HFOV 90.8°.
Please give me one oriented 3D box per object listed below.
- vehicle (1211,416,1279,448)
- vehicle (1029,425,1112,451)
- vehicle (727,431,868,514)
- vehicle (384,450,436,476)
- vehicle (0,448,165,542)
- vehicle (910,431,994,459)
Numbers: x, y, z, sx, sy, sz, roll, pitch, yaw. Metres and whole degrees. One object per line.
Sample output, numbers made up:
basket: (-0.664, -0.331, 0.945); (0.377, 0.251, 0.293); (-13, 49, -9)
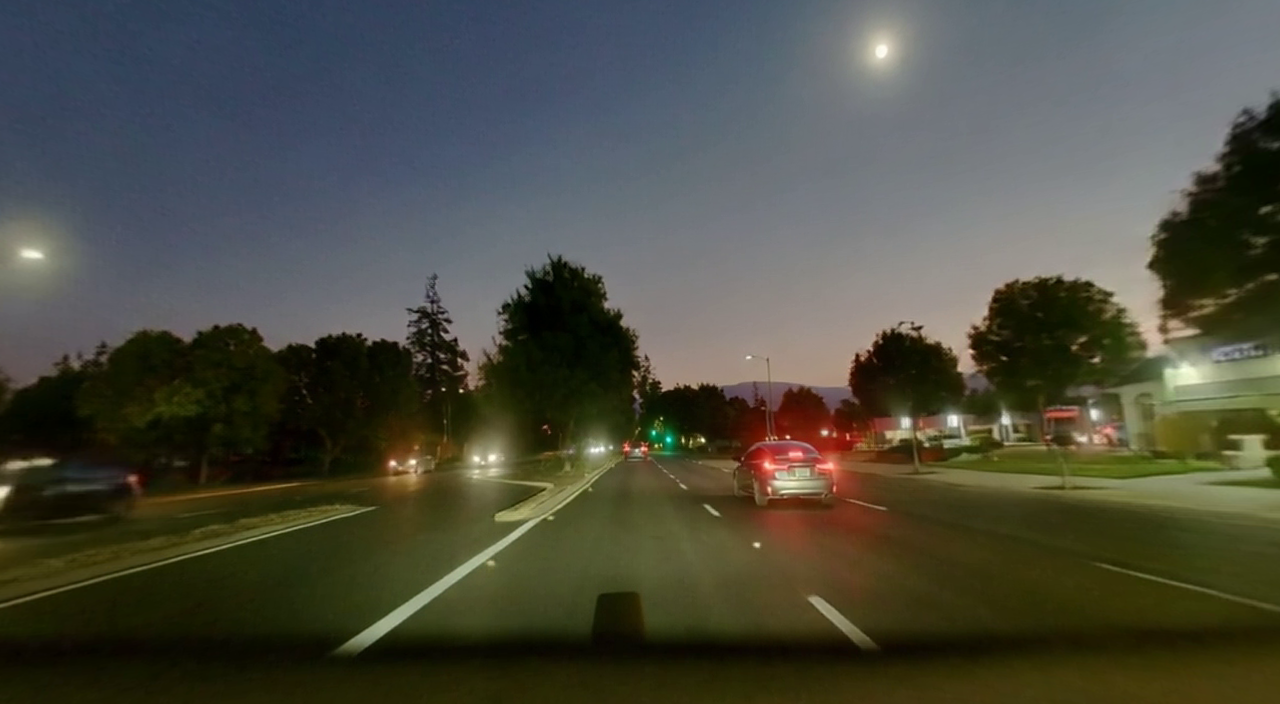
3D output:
vehicle: (39.263, 5.053, 39.894); (4.356, 1.913, 2.003); (0, -8, -2)
vehicle: (32.350, 6.456, 47.548); (4.597, 1.886, 2.143); (0, -8, 0)
vehicle: (3.456, 2.739, 14.933); (1.995, 1.616, 4.729); (0, -8, -2)
vehicle: (-16.662, 8.011, 46.004); (2.032, 1.728, 4.633); (0, -8, 0)
vehicle: (-12.440, 2.771, 12.671); (2.044, 1.631, 4.777); (0, -8, 0)
vehicle: (19.979, 5.943, 40.559); (4.376, 1.735, 1.854); (0, -8, -2)
